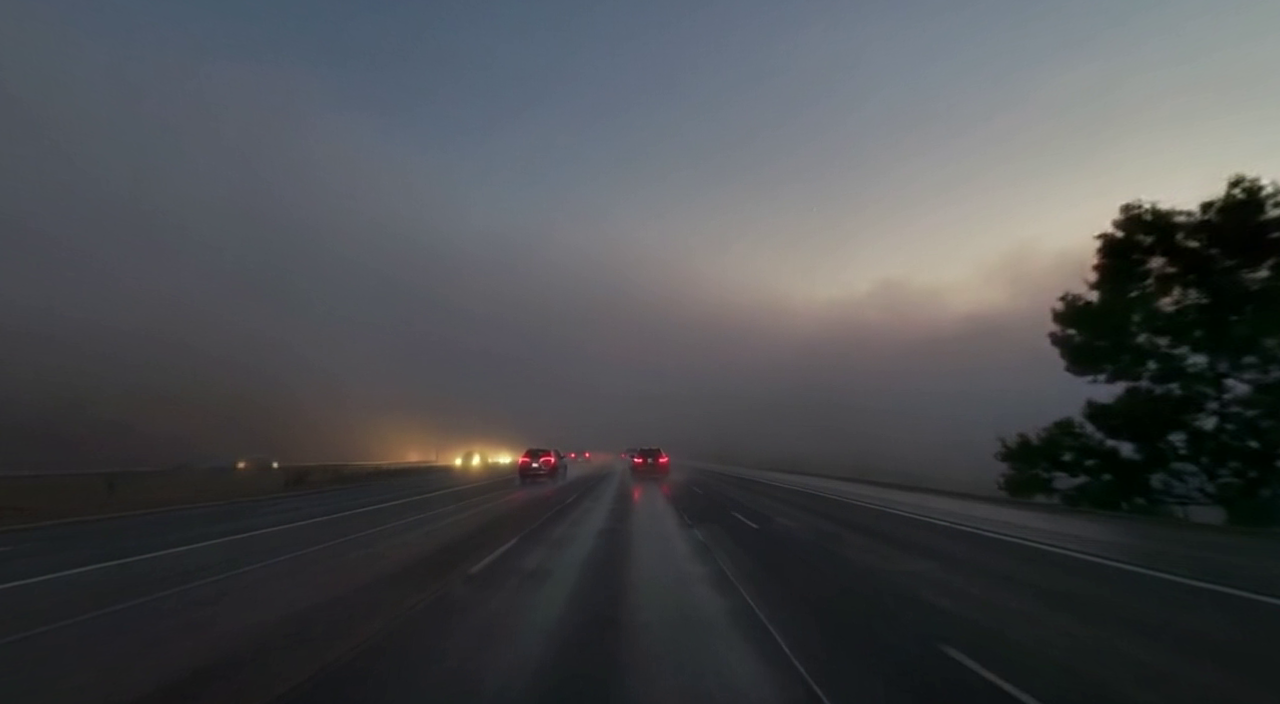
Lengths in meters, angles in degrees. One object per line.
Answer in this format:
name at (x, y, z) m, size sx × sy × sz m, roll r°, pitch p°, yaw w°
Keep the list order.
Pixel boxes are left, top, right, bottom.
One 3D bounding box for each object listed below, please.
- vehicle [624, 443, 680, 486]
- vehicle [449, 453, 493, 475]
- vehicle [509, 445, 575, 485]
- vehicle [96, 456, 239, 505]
vehicle at (0.399, 4.443, 24.954) m, size 2.015 × 1.526 × 4.286 m, roll 0°, pitch -9°, yaw -1°
vehicle at (-12.482, 8.311, 46.596) m, size 1.954 × 1.514 × 4.517 m, roll -1°, pitch -9°, yaw 1°
vehicle at (-3.955, 4.630, 26.001) m, size 1.940 × 1.502 × 4.463 m, roll -1°, pitch -9°, yaw 1°
vehicle at (-16.789, 4.546, 22.570) m, size 1.874 × 1.538 × 4.116 m, roll 0°, pitch -9°, yaw 0°
